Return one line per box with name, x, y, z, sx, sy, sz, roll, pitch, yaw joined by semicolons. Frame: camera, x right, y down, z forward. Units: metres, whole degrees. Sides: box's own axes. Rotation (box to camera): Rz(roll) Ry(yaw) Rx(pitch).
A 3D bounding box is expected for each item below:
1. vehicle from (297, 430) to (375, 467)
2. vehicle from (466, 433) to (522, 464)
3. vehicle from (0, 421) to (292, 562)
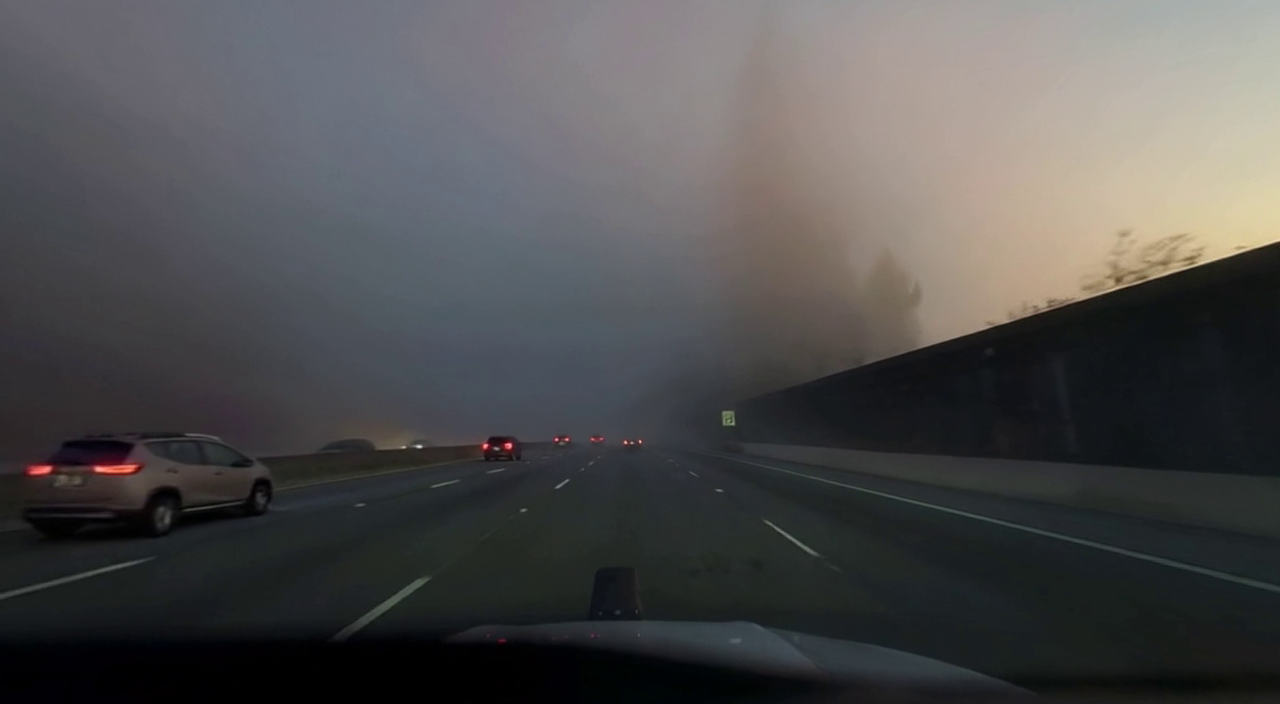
vehicle;-16.470;5.215;34.339;1.939;1.878;4.695;0;-8;-1
vehicle;-7.637;5.072;33.221;1.972;1.532;4.222;0;-8;-1
vehicle;-7.457;1.839;9.248;2.003;1.523;4.741;0;-8;-1
